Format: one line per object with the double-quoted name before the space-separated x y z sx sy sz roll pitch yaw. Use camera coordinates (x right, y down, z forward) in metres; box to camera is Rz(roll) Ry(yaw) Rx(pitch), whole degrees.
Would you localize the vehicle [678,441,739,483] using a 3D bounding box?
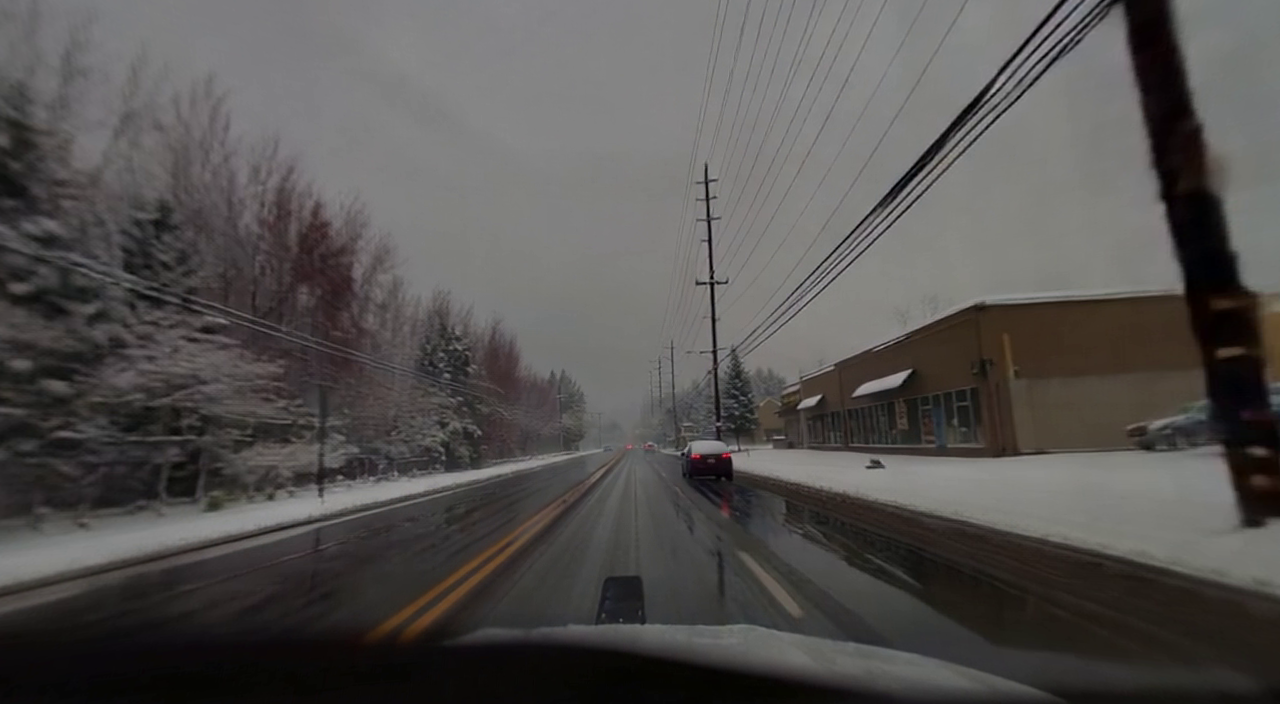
"vehicle" 2.634 4.330 25.129 1.975 1.497 3.647 0 -9 -1
